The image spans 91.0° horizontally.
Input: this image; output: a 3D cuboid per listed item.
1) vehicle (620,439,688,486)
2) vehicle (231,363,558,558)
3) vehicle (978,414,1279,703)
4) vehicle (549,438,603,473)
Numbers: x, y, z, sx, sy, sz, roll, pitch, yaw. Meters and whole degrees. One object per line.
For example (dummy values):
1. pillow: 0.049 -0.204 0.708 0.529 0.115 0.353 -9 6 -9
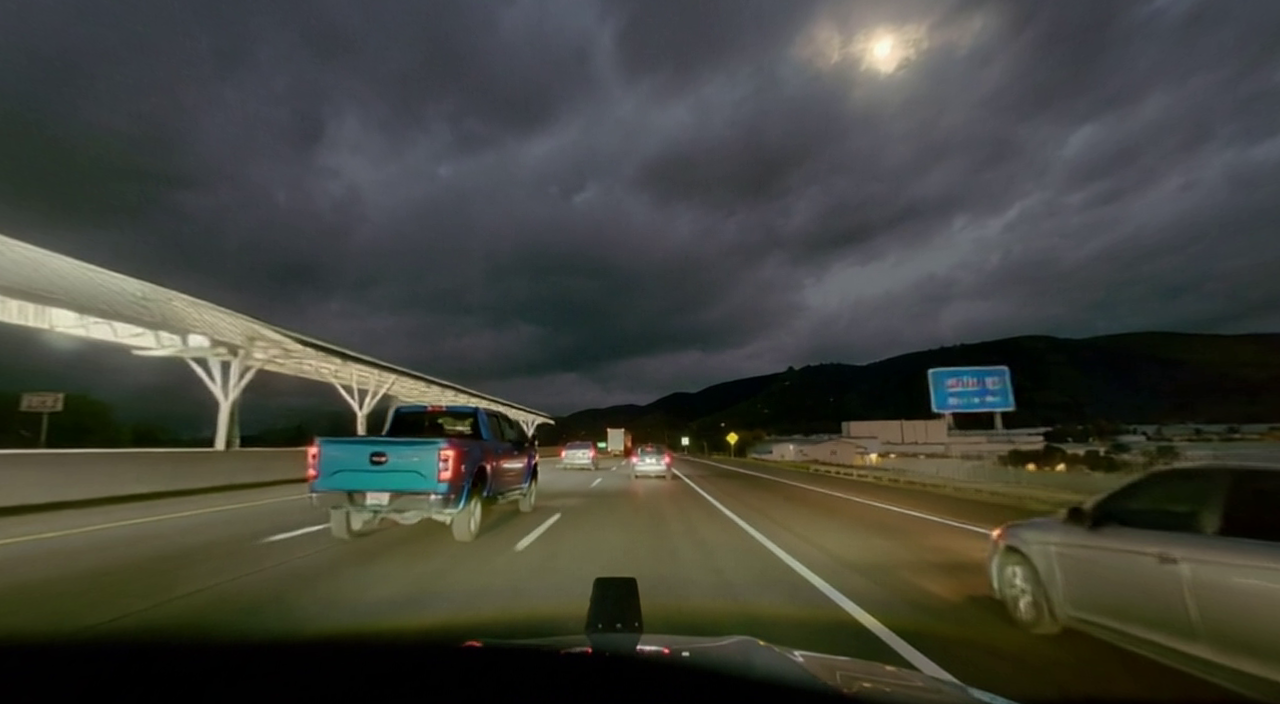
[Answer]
1. vehicle: 0.452 3.851 22.299 2.171 1.493 4.081 0 -8 0
2. vehicle: -3.282 1.740 10.760 2.733 2.230 6.820 0 -8 1
3. vehicle: 3.644 1.009 2.462 2.023 1.510 4.773 0 -8 0
4. vehicle: -3.167 5.239 32.186 2.151 1.613 4.786 0 -8 1
